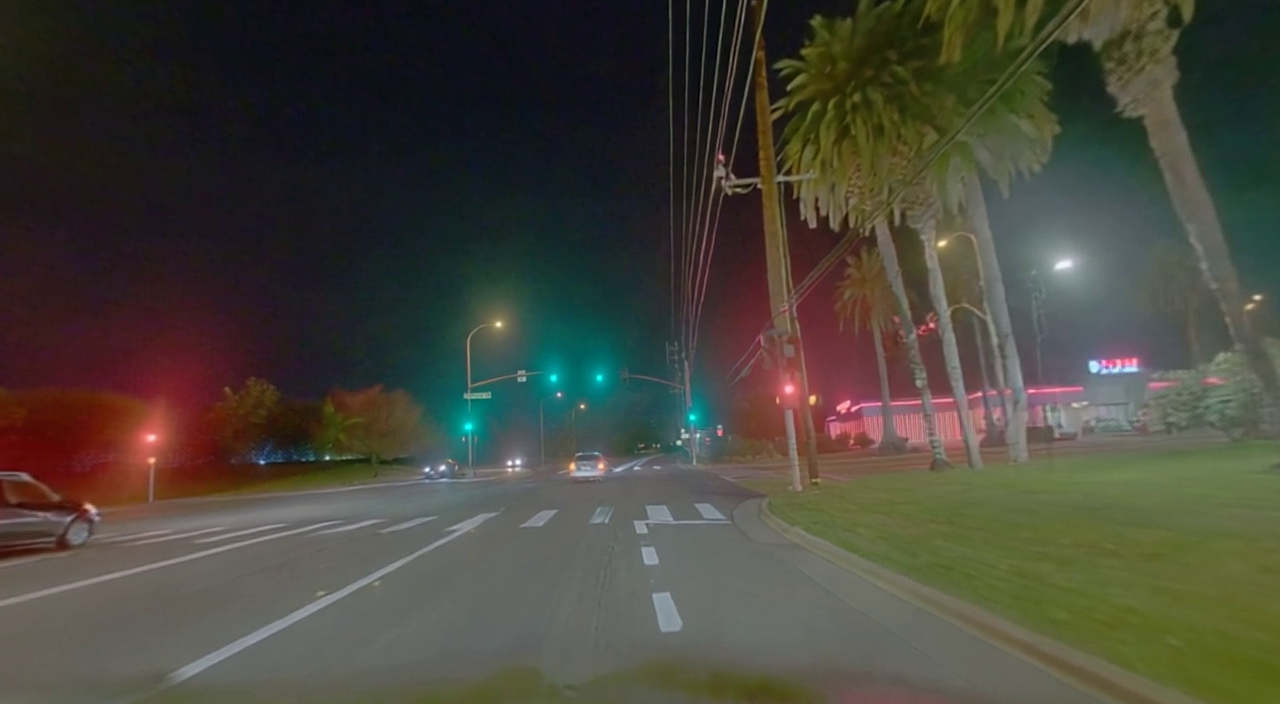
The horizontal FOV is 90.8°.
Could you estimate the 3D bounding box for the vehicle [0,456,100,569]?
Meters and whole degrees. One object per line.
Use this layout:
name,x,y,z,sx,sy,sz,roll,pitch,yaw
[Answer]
vehicle,-11.545,2.579,9.887,2.050,1.811,4.752,0,-9,-2

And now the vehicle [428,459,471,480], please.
vehicle,-14.937,9.177,49.680,1.997,1.480,4.715,0,-9,-1

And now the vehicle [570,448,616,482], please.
vehicle,-2.219,5.452,30.814,2.063,1.474,4.334,0,-9,-2
